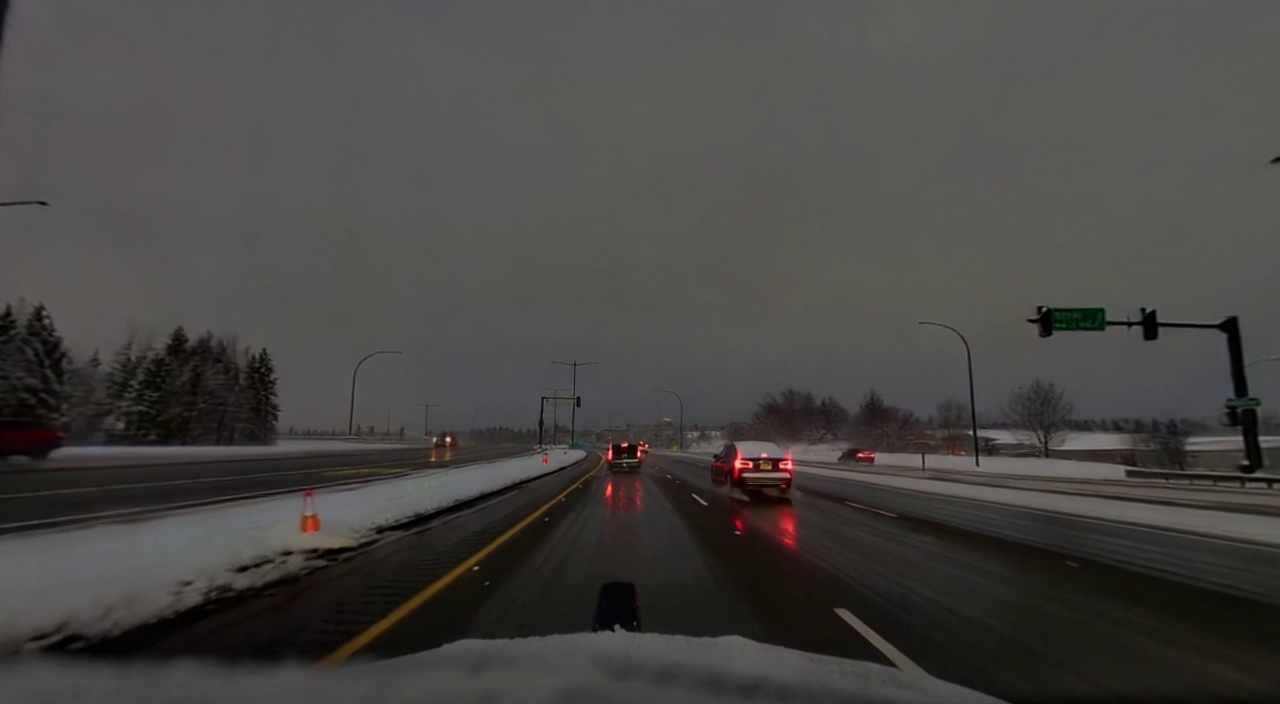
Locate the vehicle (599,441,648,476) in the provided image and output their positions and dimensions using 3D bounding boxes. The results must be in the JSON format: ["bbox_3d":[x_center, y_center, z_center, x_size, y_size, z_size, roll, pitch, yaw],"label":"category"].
[{"bbox_3d":[-0.727,4.807,28.677,2.069,1.470,4.004,0,-8,-1],"label":"vehicle"}]

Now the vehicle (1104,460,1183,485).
[{"bbox_3d":[30.869,7.377,38.843,1.607,1.396,3.554,1,-8,-7],"label":"vehicle"}]

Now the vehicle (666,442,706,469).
[{"bbox_3d":[2.705,6.160,37.733,1.916,1.487,4.117,0,-9,-2],"label":"vehicle"}]

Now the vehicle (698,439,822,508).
[{"bbox_3d":[2.759,2.916,15.676,2.042,1.460,4.451,0,-9,-2],"label":"vehicle"}]
